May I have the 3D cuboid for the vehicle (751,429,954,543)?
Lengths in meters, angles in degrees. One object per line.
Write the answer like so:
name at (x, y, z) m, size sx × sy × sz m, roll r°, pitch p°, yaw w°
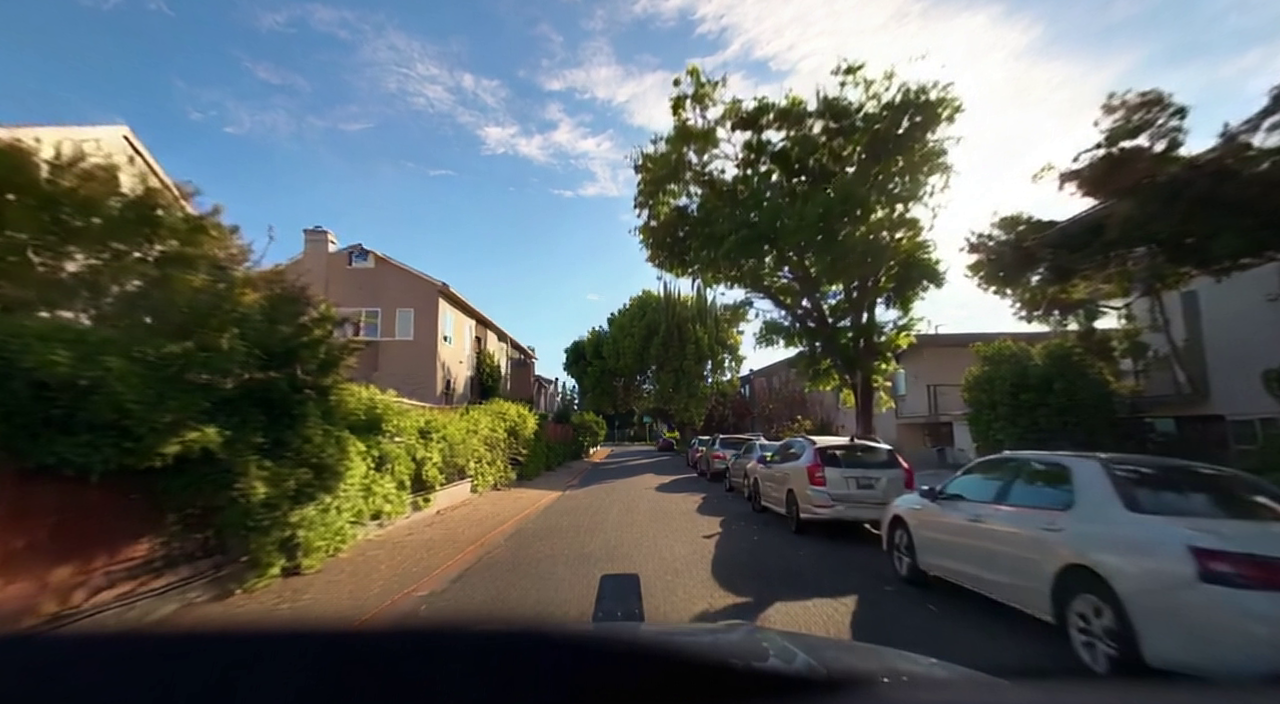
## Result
vehicle at (3.136, 2.009, 10.176) m, size 2.036 × 1.510 × 3.505 m, roll 0°, pitch -7°, yaw 0°

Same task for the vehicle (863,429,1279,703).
vehicle at (3.238, 1.303, 4.541) m, size 1.759 × 1.464 × 3.993 m, roll 0°, pitch -7°, yaw 0°
